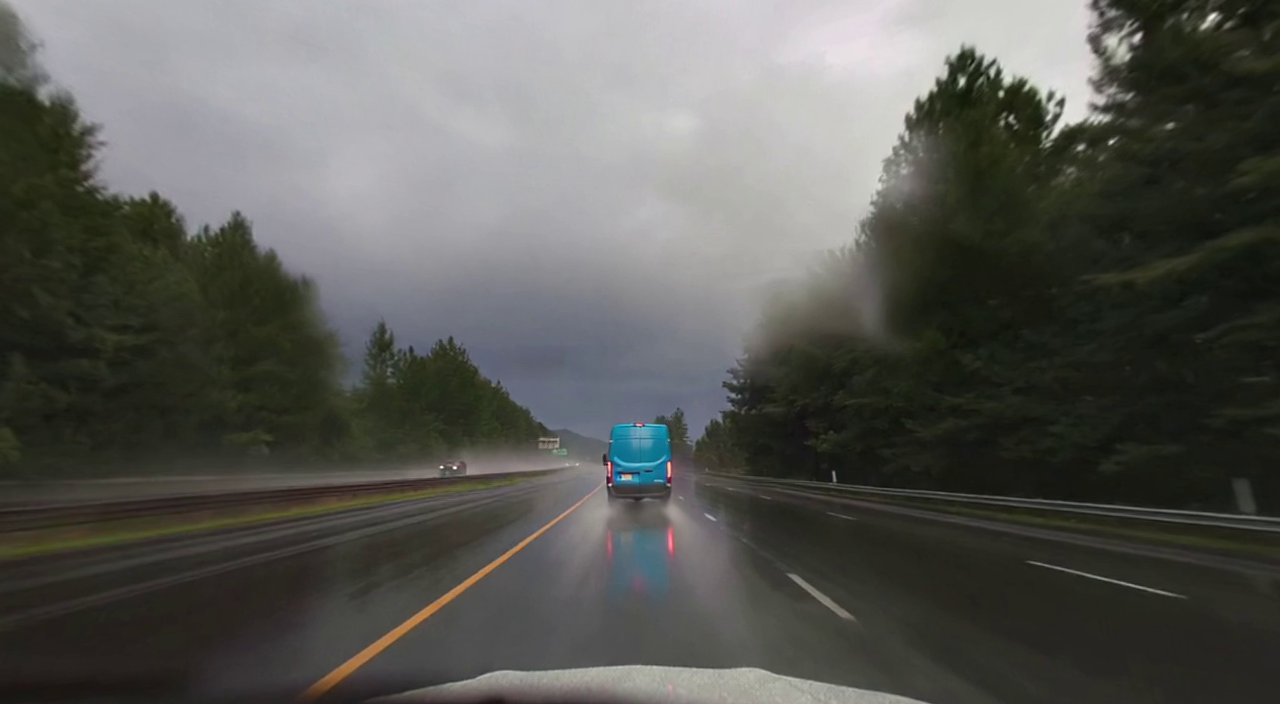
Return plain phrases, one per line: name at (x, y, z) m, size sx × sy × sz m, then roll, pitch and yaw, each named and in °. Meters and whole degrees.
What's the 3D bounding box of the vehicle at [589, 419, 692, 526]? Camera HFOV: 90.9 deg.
vehicle at (-0.094, 3.338, 17.665) m, size 2.375 × 2.432 × 6.161 m, roll 1°, pitch -10°, yaw -2°
